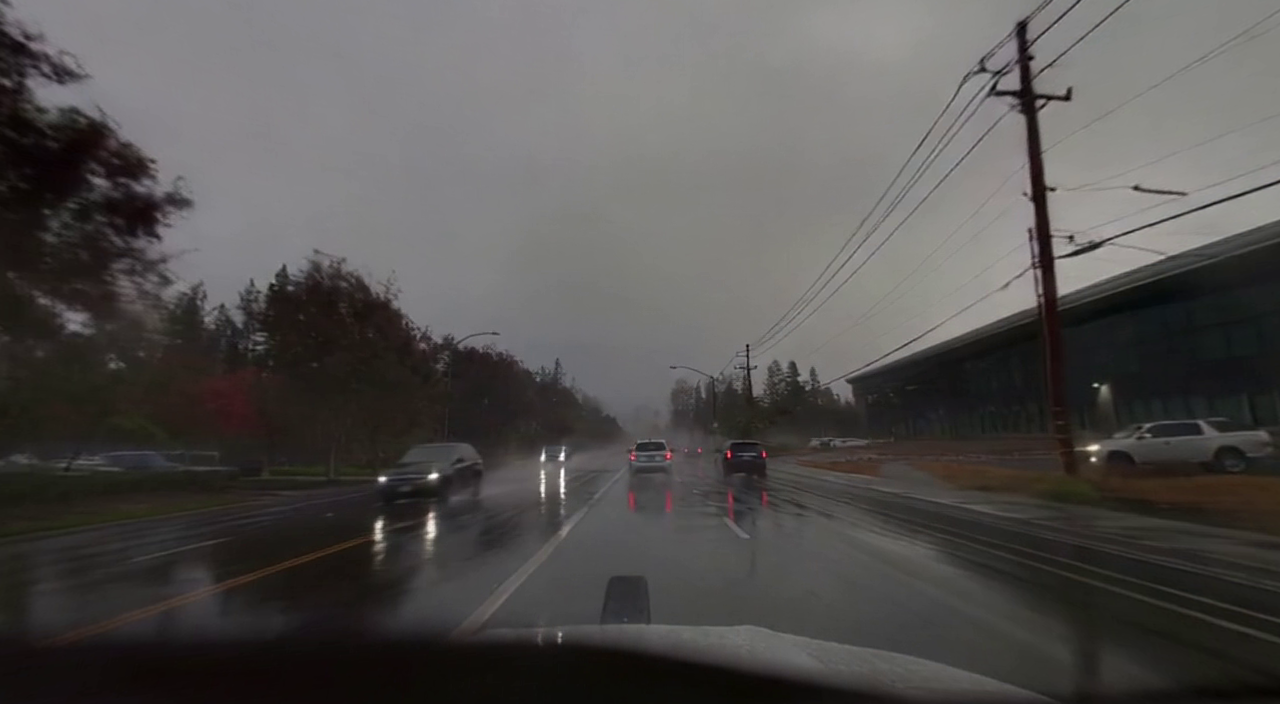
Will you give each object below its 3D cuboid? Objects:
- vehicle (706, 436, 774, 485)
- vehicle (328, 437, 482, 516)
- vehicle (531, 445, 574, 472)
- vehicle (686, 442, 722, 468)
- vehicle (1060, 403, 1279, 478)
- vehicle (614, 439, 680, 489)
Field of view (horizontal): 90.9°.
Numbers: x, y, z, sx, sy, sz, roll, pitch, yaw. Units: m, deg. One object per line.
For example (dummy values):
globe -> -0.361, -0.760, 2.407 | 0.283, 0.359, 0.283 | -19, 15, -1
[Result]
vehicle -> 3.702, 4.088, 23.973 | 1.914, 1.698, 4.049 | 0, -9, 0
vehicle -> -6.068, 3.271, 17.112 | 2.193, 1.802, 4.946 | 0, -9, 1
vehicle -> -5.889, 7.211, 42.810 | 2.187, 1.711, 4.505 | 0, -9, 1
vehicle -> 4.414, 7.182, 44.147 | 2.024, 1.711, 4.512 | 0, -9, 0
vehicle -> 15.477, 2.511, 17.806 | 5.731, 1.720, 2.822 | -9, -11, 31
vehicle -> 0.264, 4.079, 23.325 | 2.200, 1.653, 4.127 | 0, -9, 1
